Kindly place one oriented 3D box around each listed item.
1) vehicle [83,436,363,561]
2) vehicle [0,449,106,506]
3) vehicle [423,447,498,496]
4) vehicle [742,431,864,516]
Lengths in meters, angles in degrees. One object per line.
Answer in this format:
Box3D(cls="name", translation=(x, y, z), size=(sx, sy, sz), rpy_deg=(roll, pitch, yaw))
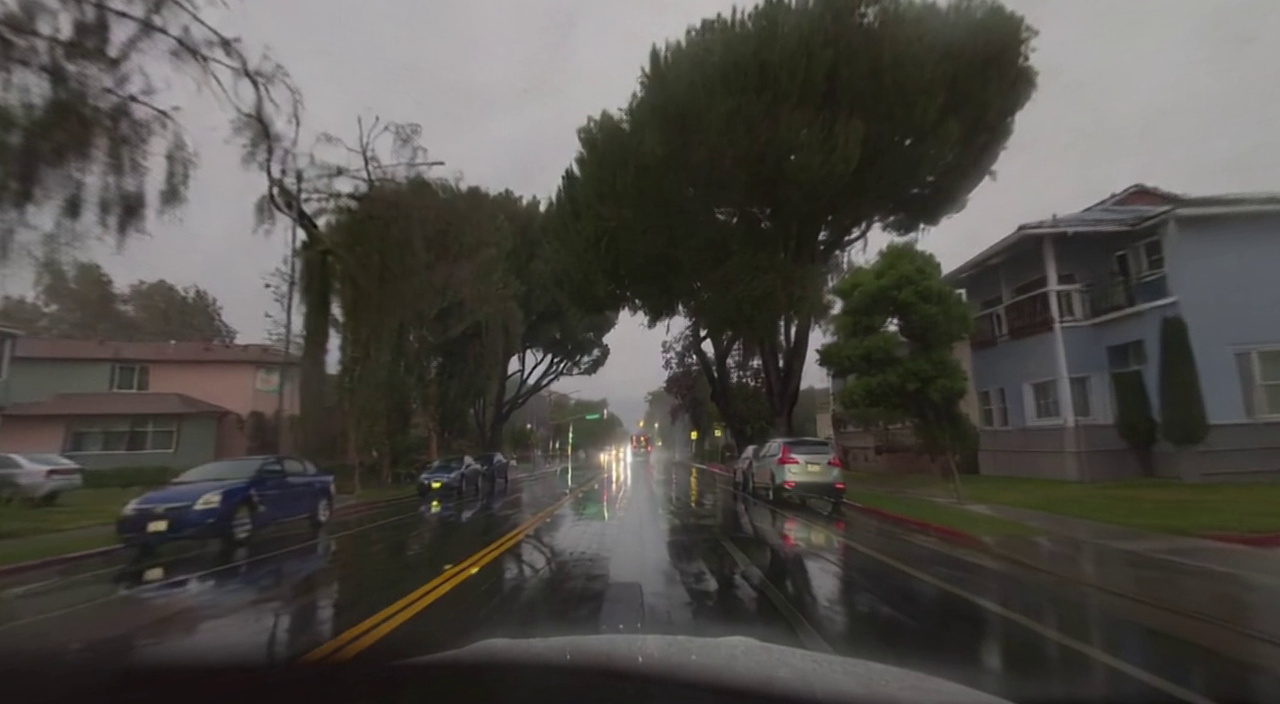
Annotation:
Box3D(cls="vehicle", translation=(-7.957, 2.768, 12.970), size=(2.094, 1.840, 5.450), rpy_deg=(-4, -8, 0))
Box3D(cls="vehicle", translation=(-19.814, 3.896, 19.818), size=(4.197, 1.659, 2.059), rpy_deg=(0, -8, 0))
Box3D(cls="vehicle", translation=(-7.736, 5.131, 27.691), size=(1.898, 1.755, 4.603), rpy_deg=(-5, -8, -1))
Box3D(cls="vehicle", translation=(4.325, 3.281, 17.584), size=(2.060, 1.833, 4.927), rpy_deg=(5, -9, 1))
